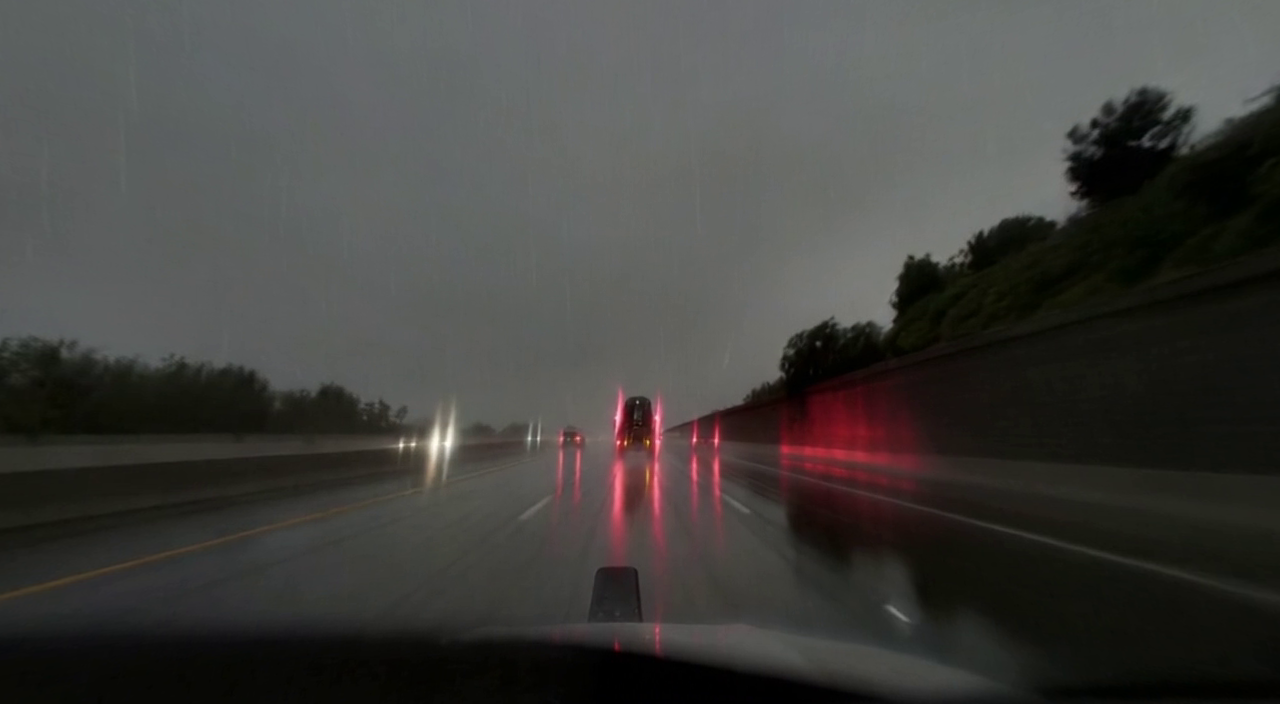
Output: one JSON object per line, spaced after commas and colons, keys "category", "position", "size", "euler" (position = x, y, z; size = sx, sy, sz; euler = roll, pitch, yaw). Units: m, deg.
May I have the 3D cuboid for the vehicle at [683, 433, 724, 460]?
{"category": "vehicle", "position": [3.717, 5.615, 37.699], "size": [1.910, 1.492, 4.324], "euler": [0, -8, -1]}

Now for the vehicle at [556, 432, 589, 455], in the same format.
{"category": "vehicle", "position": [-4.969, 6.818, 46.987], "size": [2.104, 1.575, 4.421], "euler": [0, -8, -2]}

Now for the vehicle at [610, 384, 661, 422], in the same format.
{"category": "vehicle", "position": [-0.196, 2.362, 28.245], "size": [2.112, 1.472, 4.240], "euler": [0, -8, 0]}

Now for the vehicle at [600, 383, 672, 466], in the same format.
{"category": "vehicle", "position": [-0.319, 3.896, 32.718], "size": [2.953, 3.406, 13.372], "euler": [0, -8, -1]}
